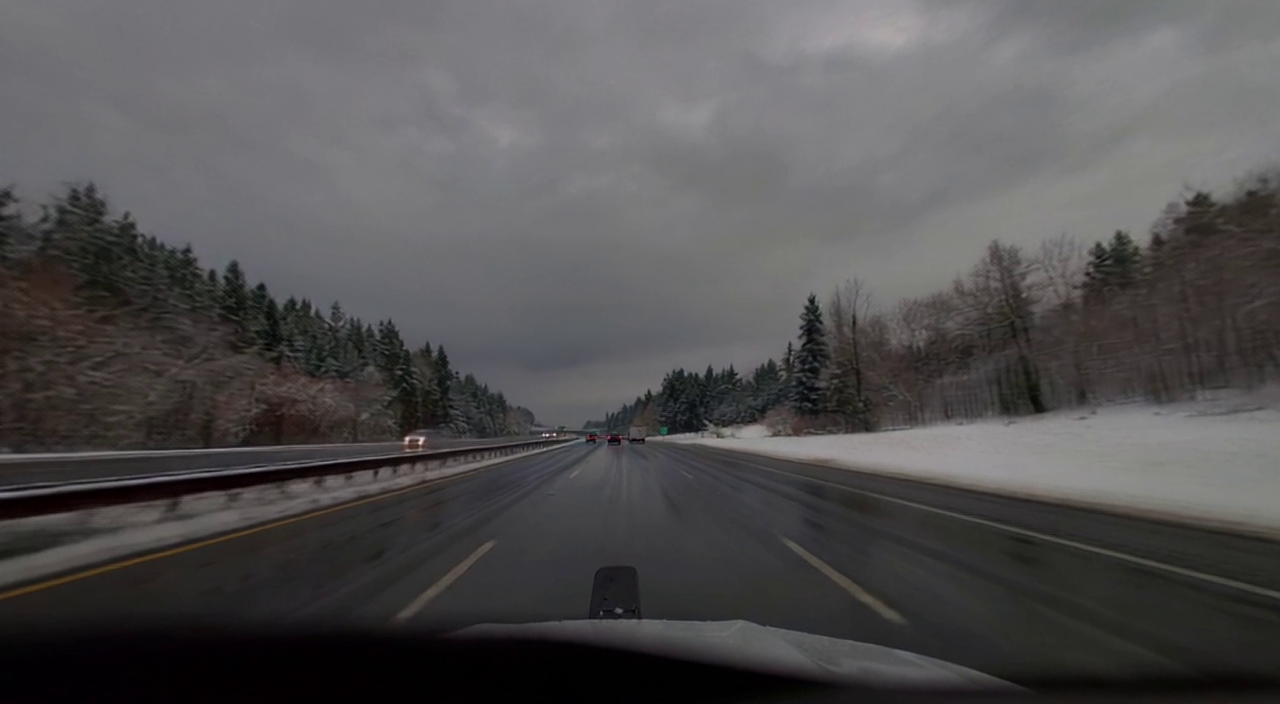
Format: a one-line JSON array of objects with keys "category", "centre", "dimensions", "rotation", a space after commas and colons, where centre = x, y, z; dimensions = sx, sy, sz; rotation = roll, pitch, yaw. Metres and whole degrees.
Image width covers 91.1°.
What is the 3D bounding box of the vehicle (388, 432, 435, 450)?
[{"category": "vehicle", "centre": [-17.749, 6.938, 49.150], "dimensions": [1.957, 1.378, 4.740], "rotation": [0, -8, -1]}]
